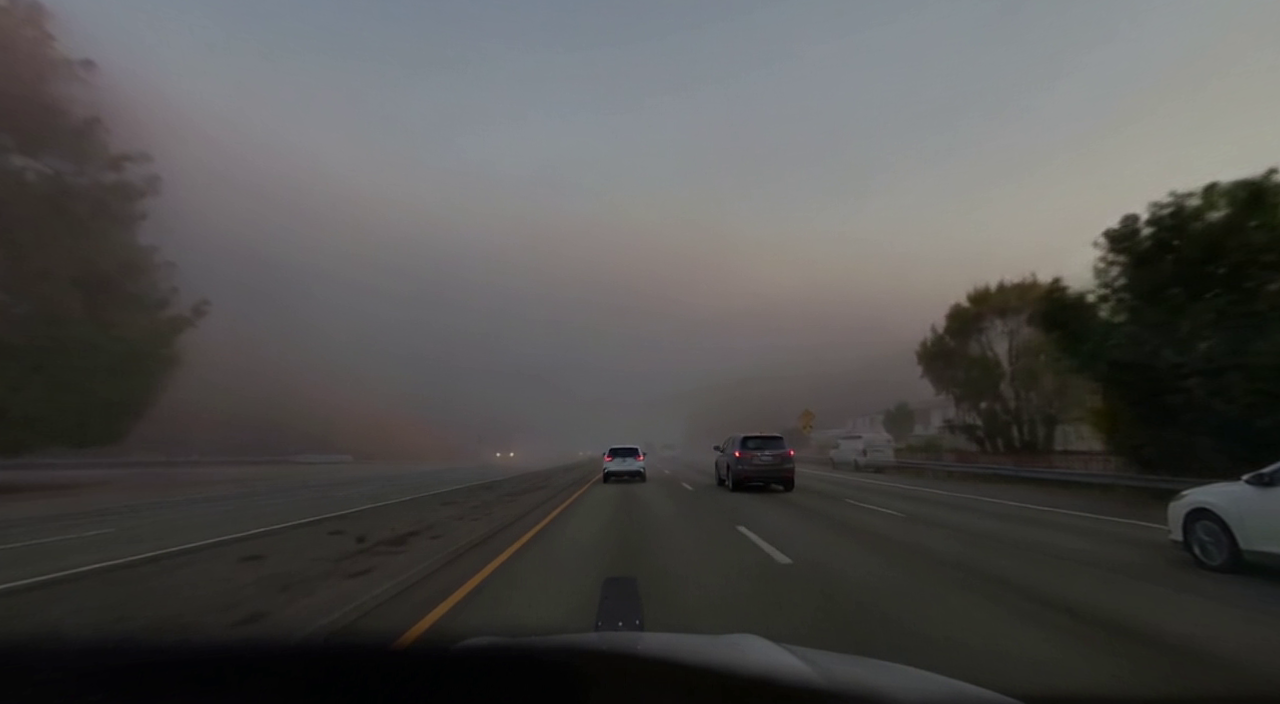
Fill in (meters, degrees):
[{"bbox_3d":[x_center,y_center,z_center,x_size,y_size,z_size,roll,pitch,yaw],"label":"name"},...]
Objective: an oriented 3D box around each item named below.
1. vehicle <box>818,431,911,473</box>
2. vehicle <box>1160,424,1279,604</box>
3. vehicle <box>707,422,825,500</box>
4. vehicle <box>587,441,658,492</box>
[{"bbox_3d":[11.163,5.039,32.006,2.533,1.900,6.143,0,-8,1],"label":"vehicle"},{"bbox_3d":[6.504,1.146,3.973,2.434,1.467,4.726,0,-8,0],"label":"vehicle"},{"bbox_3d":[3.263,2.963,17.517,2.186,1.842,4.553,0,-8,-2],"label":"vehicle"},{"bbox_3d":[-0.507,3.578,20.096,2.040,1.451,3.736,0,-8,0],"label":"vehicle"}]
